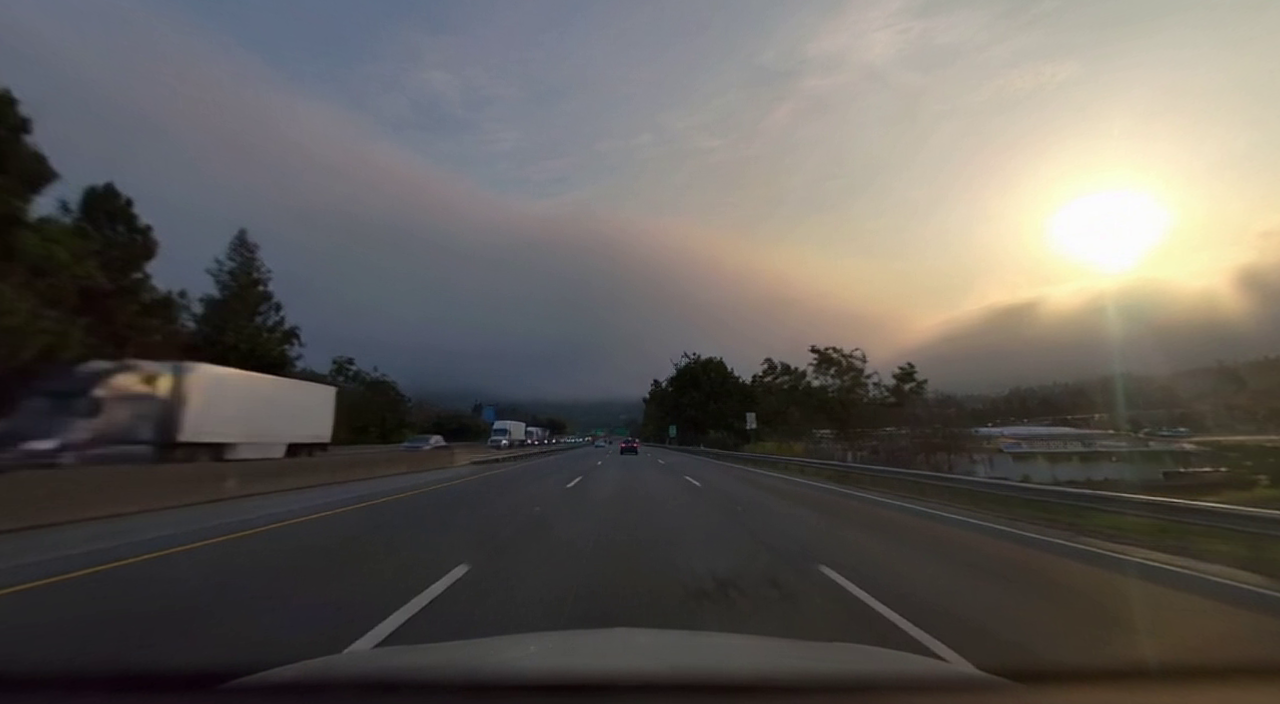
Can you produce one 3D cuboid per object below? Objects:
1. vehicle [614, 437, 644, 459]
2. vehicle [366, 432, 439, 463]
[{"bbox_3d":[-0.856,7.044,46.085,2.099,1.504,3.843,0,-8,-2],"label":"vehicle"},{"bbox_3d":[-12.380,5.007,33.166,2.005,1.497,4.746,-1,-8,0],"label":"vehicle"}]
